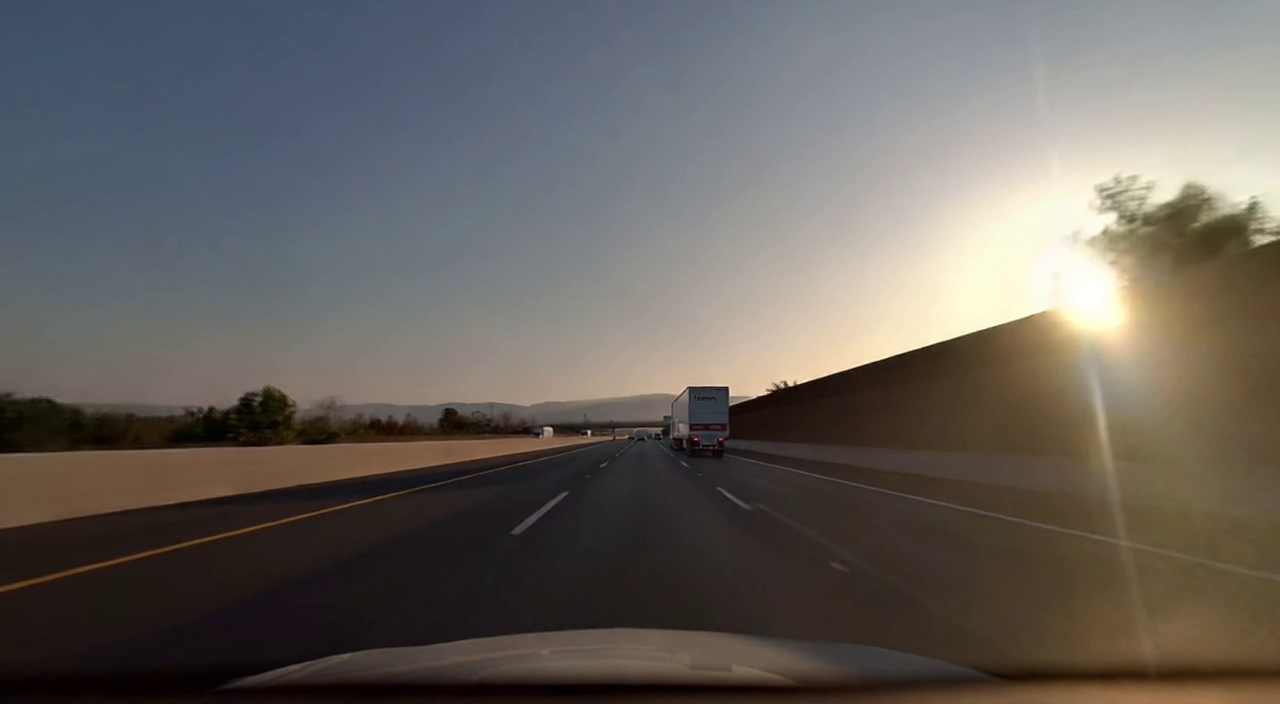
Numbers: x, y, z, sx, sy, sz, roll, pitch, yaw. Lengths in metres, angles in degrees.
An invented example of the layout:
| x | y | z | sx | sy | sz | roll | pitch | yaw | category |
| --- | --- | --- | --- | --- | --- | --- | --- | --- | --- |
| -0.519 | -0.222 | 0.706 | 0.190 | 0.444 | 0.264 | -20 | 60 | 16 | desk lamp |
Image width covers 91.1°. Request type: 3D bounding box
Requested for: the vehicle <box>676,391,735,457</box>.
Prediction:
| x | y | z | sx | sy | sz | roll | pitch | yaw | category |
| --- | --- | --- | --- | --- | --- | --- | --- | --- | --- |
| 4.407 | 5.331 | 45.475 | 2.920 | 4.029 | 13.900 | 0 | -8 | 1 | vehicle |
